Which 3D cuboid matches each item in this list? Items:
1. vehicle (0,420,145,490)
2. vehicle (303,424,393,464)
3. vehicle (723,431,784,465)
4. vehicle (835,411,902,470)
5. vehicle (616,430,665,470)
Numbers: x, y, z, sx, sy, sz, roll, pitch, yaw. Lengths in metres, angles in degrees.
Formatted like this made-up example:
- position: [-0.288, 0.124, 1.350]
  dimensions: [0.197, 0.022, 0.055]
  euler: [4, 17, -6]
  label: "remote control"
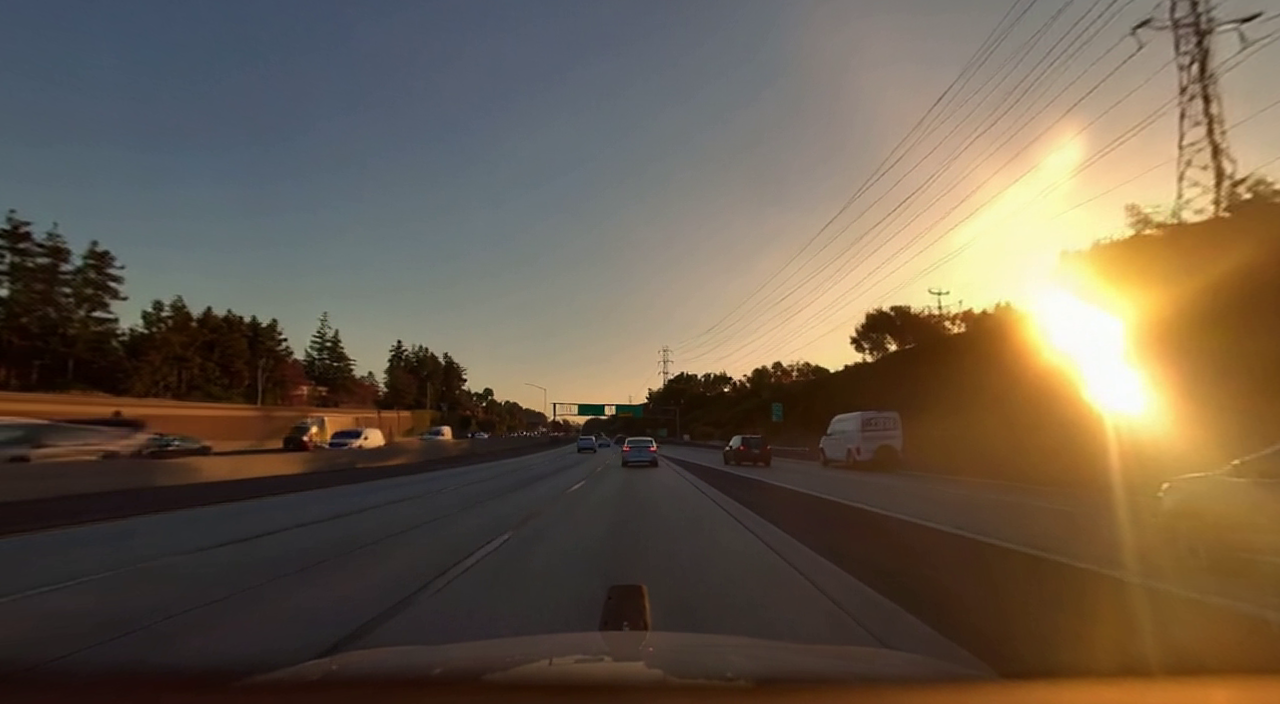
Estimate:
- position: [-16.022, 2.685, 16.559]
  dimensions: [2.055, 1.611, 4.851]
  euler: [0, -8, 0]
  label: "vehicle"
- position: [-16.344, 5.231, 35.736]
  dimensions: [2.339, 2.062, 5.804]
  euler: [0, -8, 0]
  label: "vehicle"
- position: [6.056, 5.208, 34.336]
  dimensions: [2.099, 1.720, 4.829]
  euler: [1, -9, -4]
  label: "vehicle"
- position: [11.523, 4.490, 31.994]
  dimensions: [2.162, 2.775, 2.707]
  euler: [0, -8, -3]
  label: "vehicle"
- position: [-0.035, 4.686, 30.324]
  dimensions: [2.192, 1.769, 4.287]
  euler: [0, -8, -2]
  label: "vehicle"
